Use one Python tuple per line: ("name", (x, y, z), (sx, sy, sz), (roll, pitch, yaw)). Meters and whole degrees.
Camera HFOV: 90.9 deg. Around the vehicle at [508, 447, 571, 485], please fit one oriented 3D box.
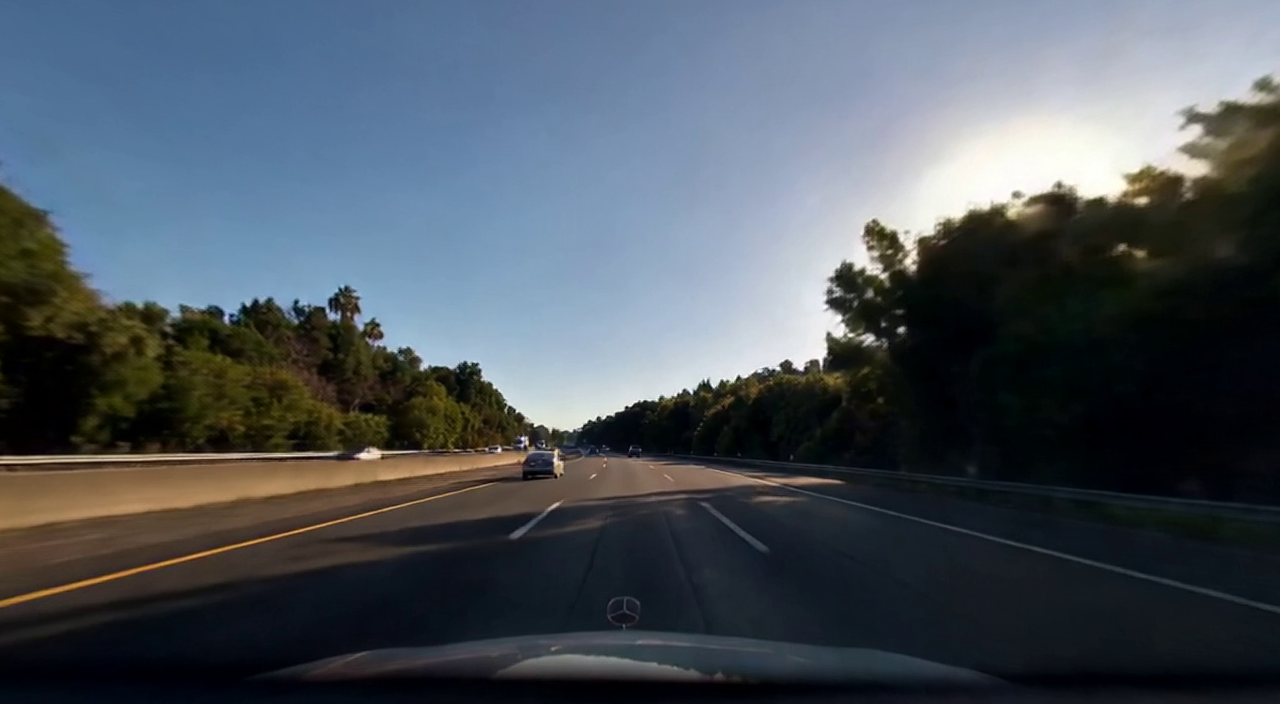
("vehicle", (-4.251, 4.901, 27.415), (2.022, 1.513, 4.613), (0, -9, 0))
